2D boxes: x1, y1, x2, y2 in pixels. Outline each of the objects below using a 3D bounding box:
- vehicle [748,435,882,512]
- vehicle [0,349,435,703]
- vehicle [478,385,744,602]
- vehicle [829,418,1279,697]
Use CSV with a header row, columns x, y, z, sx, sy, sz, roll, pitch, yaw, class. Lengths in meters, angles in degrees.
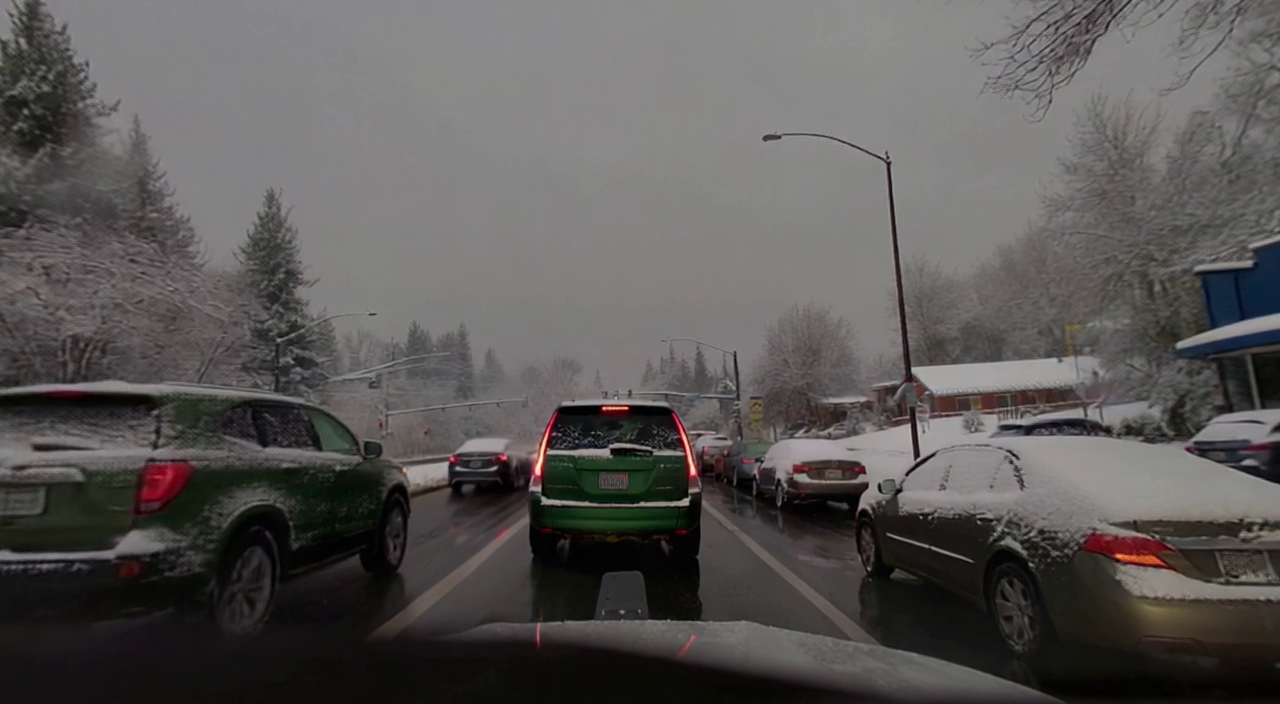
x,y,z,sx,sy,sz,roll,pitch,yaw,class
3.911,2.777,14.931,1.875,1.521,4.192,0,-9,-1,vehicle
-3.655,1.233,5.508,2.231,1.853,4.461,0,-9,0,vehicle
-0.294,1.511,7.528,2.238,1.825,4.190,0,-9,-1,vehicle
3.360,1.433,5.651,1.900,1.477,4.352,0,-9,-1,vehicle
